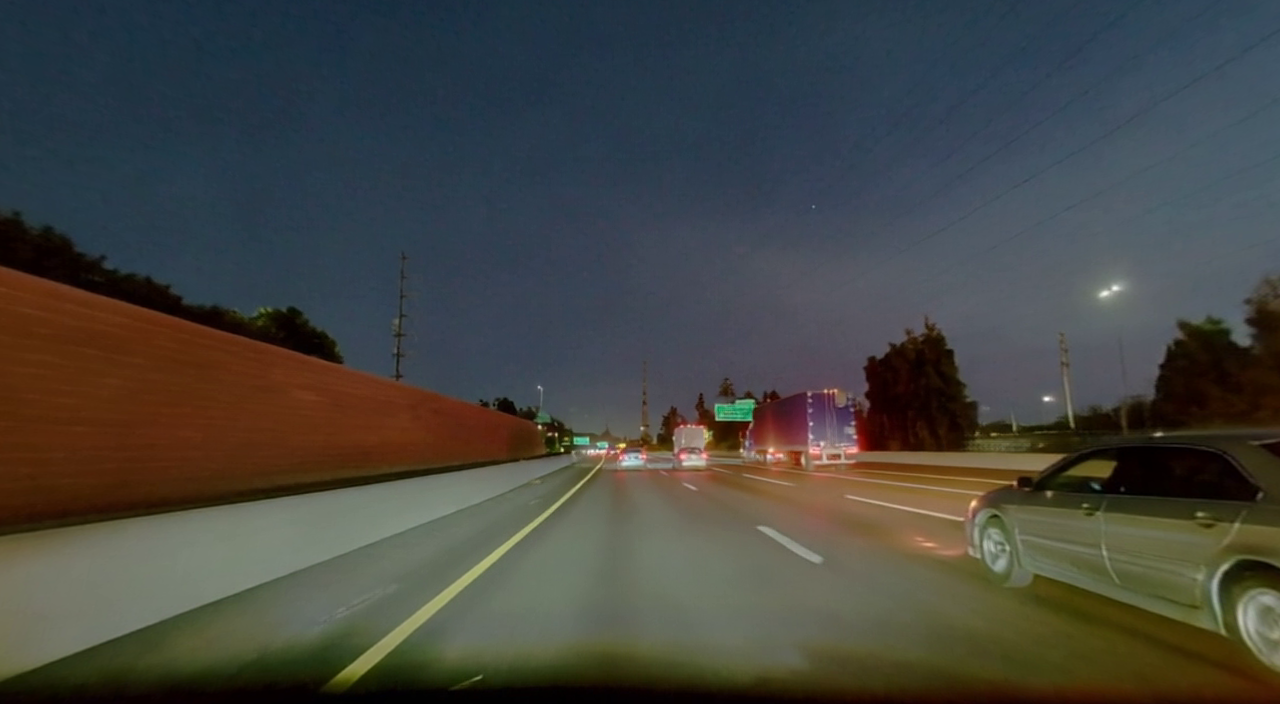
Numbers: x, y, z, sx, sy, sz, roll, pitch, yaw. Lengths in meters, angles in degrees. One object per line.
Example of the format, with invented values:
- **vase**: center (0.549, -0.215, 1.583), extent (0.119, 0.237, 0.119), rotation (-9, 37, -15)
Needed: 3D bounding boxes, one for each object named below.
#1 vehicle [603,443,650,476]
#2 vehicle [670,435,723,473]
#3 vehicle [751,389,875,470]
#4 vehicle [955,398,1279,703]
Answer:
- **vehicle**: center (-0.671, 5.131, 30.438), extent (2.083, 1.477, 3.965), rotation (0, -9, -2)
- **vehicle**: center (2.877, 5.326, 33.203), extent (2.114, 1.849, 4.692), rotation (0, -9, -3)
- **vehicle**: center (10.225, 5.109, 40.145), extent (2.914, 4.134, 15.553), rotation (0, -9, -2)
- **vehicle**: center (3.498, 0.976, 2.872), extent (1.922, 1.465, 4.165), rotation (0, -9, -1)
